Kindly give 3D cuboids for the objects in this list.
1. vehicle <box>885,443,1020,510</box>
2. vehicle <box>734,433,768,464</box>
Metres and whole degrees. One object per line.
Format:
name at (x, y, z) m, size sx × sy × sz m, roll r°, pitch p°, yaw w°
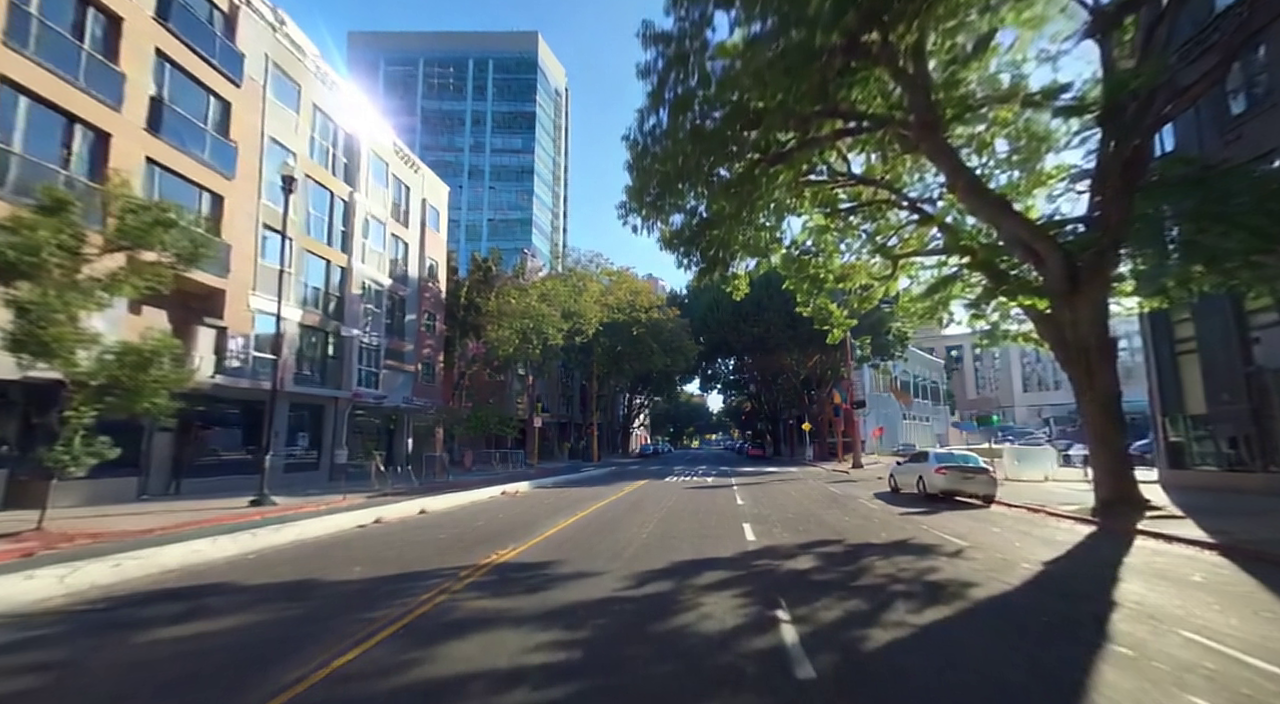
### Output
vehicle at (7.965, 3.152, 16.532) m, size 1.759 × 1.488 × 4.124 m, roll 0°, pitch -8°, yaw 6°
vehicle at (7.510, 6.550, 43.001) m, size 1.971 × 1.919 × 4.748 m, roll 0°, pitch -8°, yaw 7°
